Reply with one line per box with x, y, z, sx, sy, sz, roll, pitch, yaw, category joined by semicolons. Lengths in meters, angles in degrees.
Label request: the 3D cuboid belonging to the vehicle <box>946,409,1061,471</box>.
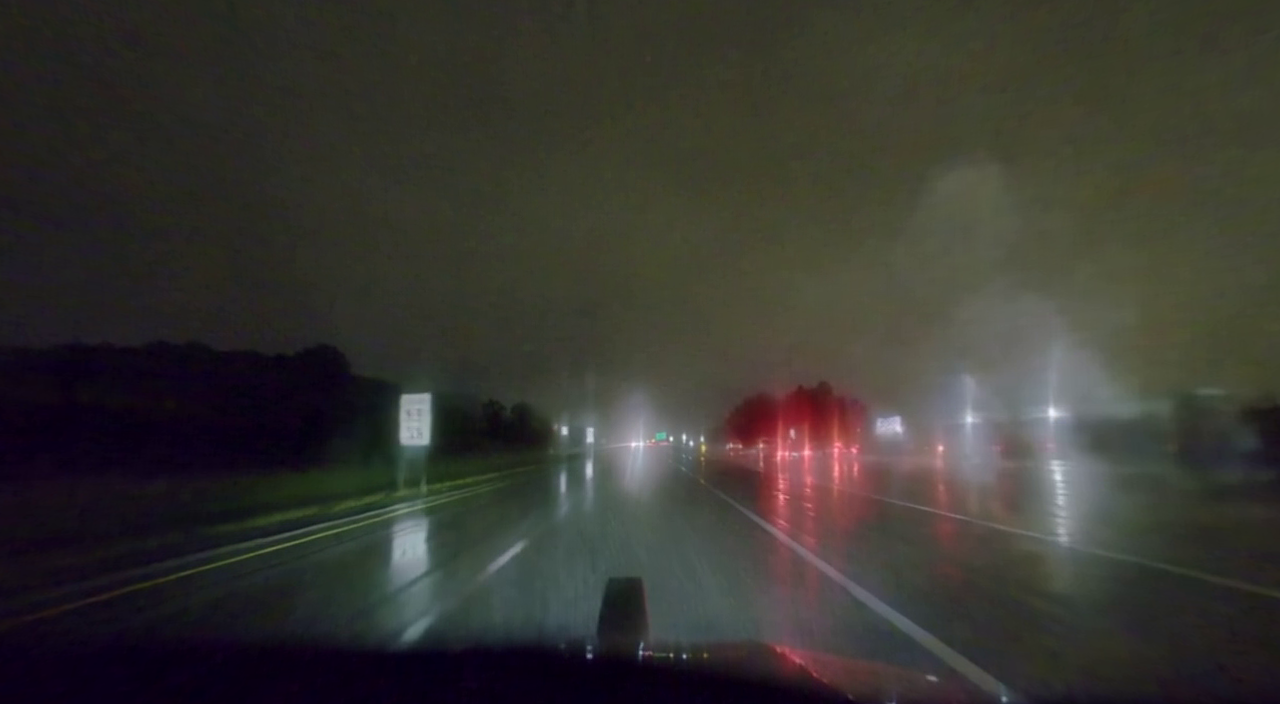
27.815;6.857;49.061;3.160;4.297;9.428;0;-8;0;vehicle
